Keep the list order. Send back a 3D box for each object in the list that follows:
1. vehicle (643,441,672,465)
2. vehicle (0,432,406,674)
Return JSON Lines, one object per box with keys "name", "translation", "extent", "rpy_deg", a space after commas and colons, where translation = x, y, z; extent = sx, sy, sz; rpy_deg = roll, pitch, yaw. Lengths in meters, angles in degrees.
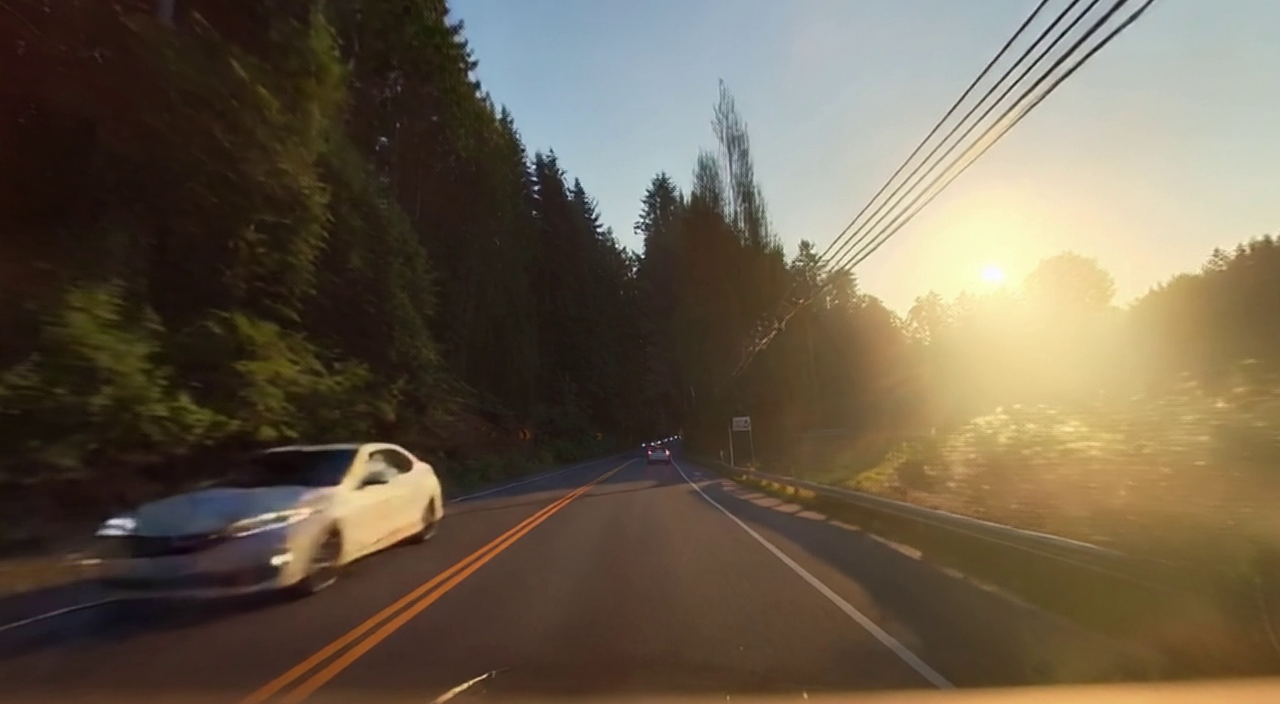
{"name": "vehicle", "translation": [1.348, 7.642, 47.934], "extent": [2.083, 1.767, 4.448], "rpy_deg": [-1, -9, 1]}
{"name": "vehicle", "translation": [-3.868, 1.584, 5.990], "extent": [1.894, 1.537, 3.642], "rpy_deg": [0, -9, 0]}
